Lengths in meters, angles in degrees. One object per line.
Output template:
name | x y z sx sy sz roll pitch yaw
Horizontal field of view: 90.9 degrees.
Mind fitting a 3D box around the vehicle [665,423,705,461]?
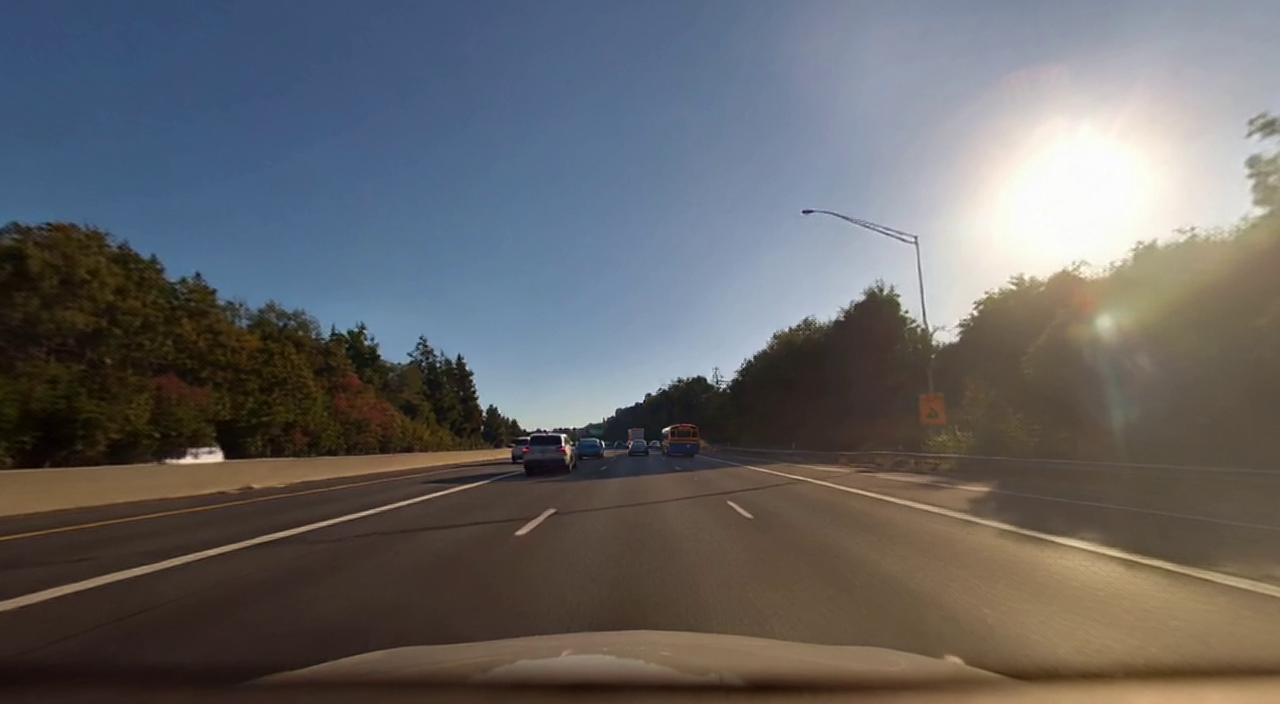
vehicle | 3.474 7.139 49.938 2.573 2.828 6.754 0 -8 0

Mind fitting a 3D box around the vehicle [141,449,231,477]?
vehicle | -26.873 6.560 37.555 1.955 1.497 4.582 0 -8 -1

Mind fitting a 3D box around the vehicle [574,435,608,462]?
vehicle | -3.492 7.061 46.021 2.155 1.843 4.567 0 -8 0

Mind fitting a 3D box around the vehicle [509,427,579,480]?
vehicle | -3.655 3.968 24.837 2.016 1.898 4.458 0 -8 1
